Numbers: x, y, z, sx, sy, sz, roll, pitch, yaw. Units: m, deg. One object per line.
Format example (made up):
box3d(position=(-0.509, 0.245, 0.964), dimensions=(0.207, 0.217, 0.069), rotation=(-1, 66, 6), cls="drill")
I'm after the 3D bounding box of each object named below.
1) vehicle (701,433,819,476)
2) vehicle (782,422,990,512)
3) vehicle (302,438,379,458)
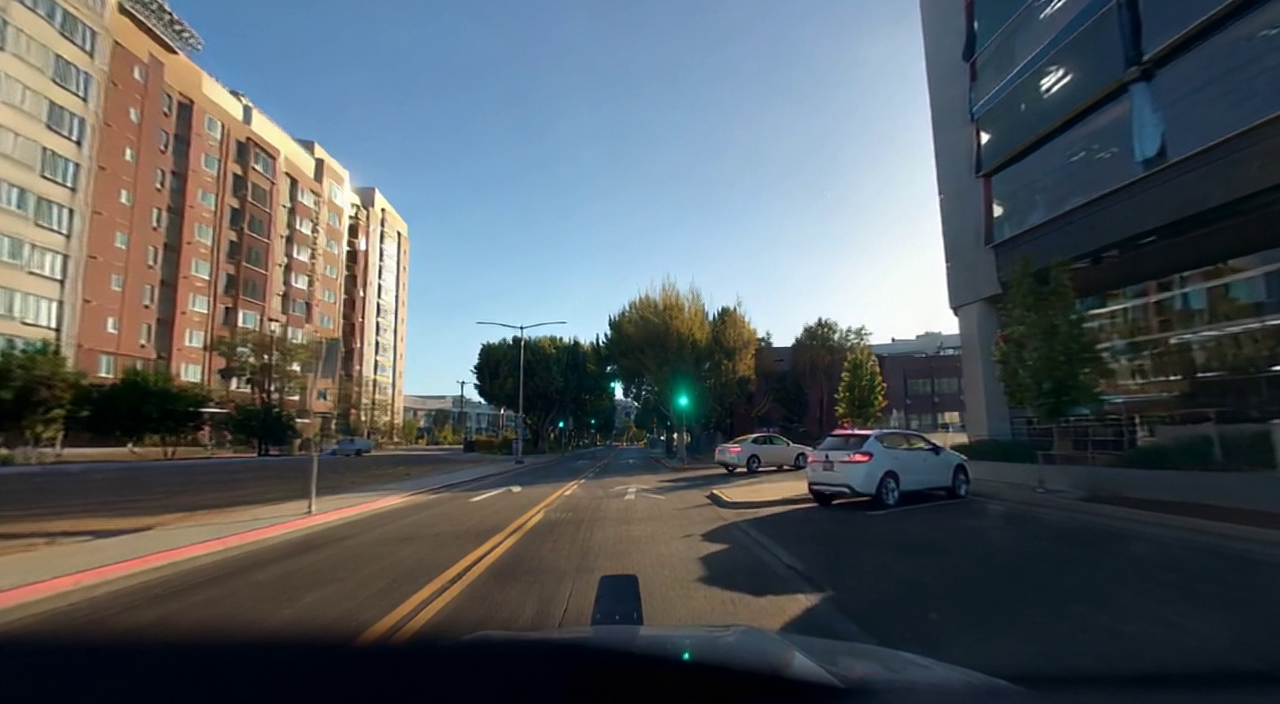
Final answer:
box3d(position=(4.610, 3.889, 24.247), dimensions=(4.033, 1.514, 1.974), rotation=(3, -9, -24), cls="vehicle")
box3d(position=(4.926, 2.194, 12.542), dimensions=(3.844, 1.524, 1.847), rotation=(4, -9, -32), cls="vehicle")
box3d(position=(-19.612, 6.294, 41.464), dimensions=(2.660, 1.211, 4.739), rotation=(-1, -8, 2), cls="vehicle")
